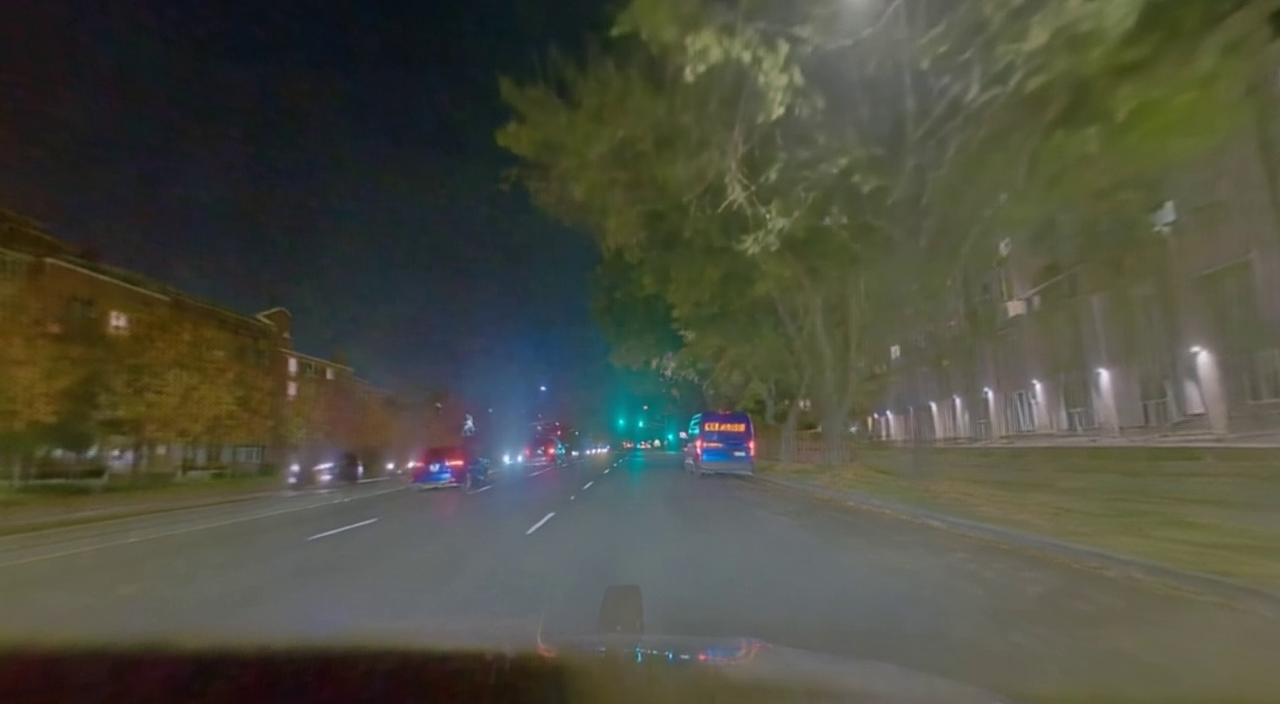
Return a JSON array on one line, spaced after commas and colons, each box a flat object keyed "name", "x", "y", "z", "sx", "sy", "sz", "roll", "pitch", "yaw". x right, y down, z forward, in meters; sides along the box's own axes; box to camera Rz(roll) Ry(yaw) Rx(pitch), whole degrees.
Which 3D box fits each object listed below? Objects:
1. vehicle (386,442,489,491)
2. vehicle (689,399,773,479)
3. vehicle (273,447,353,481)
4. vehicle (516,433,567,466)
[{"name": "vehicle", "x": -6.708, "y": 3.821, "z": 21.485, "sx": 1.970, "sy": 1.456, "sz": 4.441, "roll": 0, "pitch": -9, "yaw": 1}, {"name": "vehicle", "x": 3.632, "y": 3.667, "z": 26.401, "sx": 2.791, "sy": 3.026, "sz": 4.668, "roll": 0, "pitch": -9, "yaw": 0}, {"name": "vehicle", "x": -17.817, "y": 6.105, "z": 34.700, "sx": 1.945, "sy": 1.702, "sz": 4.438, "roll": 0, "pitch": -9, "yaw": 1}, {"name": "vehicle", "x": -6.396, "y": 6.438, "z": 41.772, "sx": 2.332, "sy": 2.039, "sz": 5.678, "roll": 0, "pitch": -9, "yaw": 1}]
